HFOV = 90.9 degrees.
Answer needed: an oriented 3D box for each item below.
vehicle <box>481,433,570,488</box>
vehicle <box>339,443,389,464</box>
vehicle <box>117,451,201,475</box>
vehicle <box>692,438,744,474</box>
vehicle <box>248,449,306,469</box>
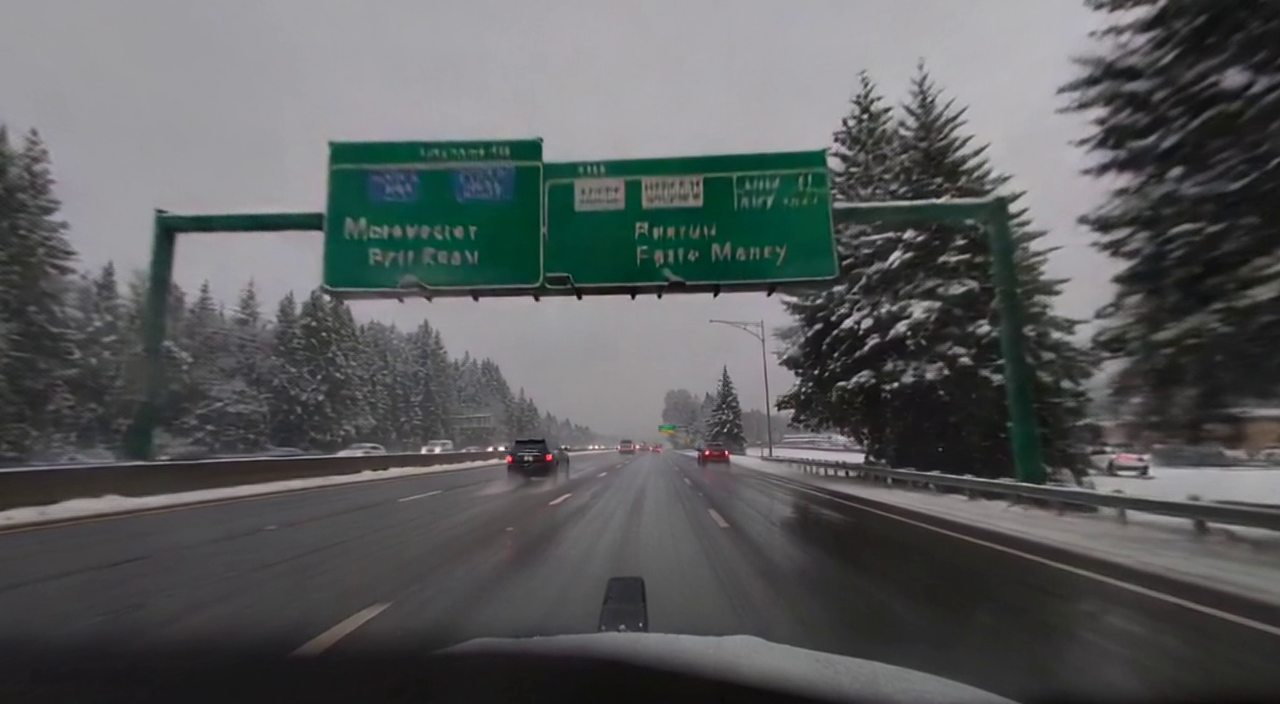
[{"bbox_3d":[-3.891,3.774,22.315,2.196,1.733,4.355,0,-8,2],"label":"vehicle"},{"bbox_3d":[-20.225,7.444,46.394,1.721,1.473,3.980,0,-8,2],"label":"vehicle"},{"bbox_3d":[-31.818,7.320,41.890,1.859,1.434,4.557,0,-8,2],"label":"vehicle"},{"bbox_3d":[4.016,5.440,33.223,2.229,1.704,4.392,0,-8,1],"label":"vehicle"},{"bbox_3d":[-27.677,8.155,48.222,1.802,1.423,4.257,0,-8,2],"label":"vehicle"}]
